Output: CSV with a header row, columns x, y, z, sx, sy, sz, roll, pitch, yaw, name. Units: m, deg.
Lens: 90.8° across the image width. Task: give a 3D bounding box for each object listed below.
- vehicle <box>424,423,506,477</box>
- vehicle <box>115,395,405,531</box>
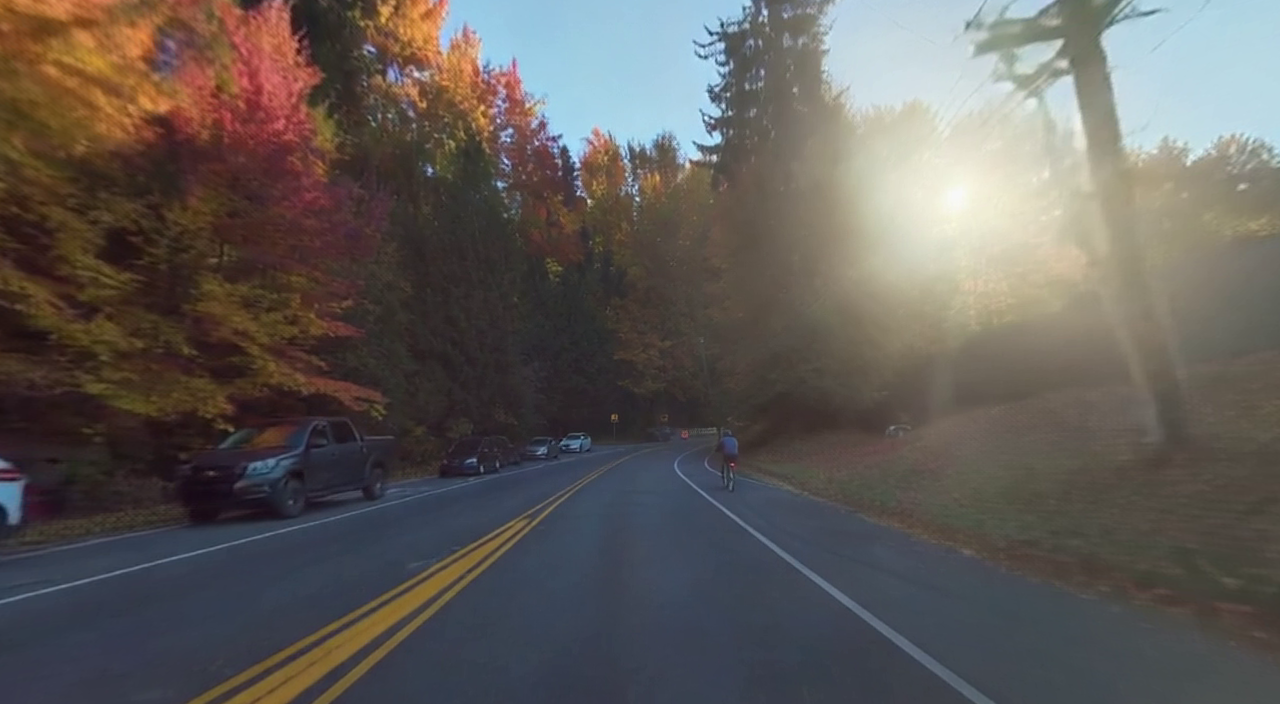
x,y,z,sx,sy,sz,roll,pitch,yaw,name
-7.236,4.119,26.615,1.955,1.908,4.680,-5,-9,1,vehicle
-7.208,2.217,13.109,2.312,2.075,5.748,-3,-9,2,vehicle
